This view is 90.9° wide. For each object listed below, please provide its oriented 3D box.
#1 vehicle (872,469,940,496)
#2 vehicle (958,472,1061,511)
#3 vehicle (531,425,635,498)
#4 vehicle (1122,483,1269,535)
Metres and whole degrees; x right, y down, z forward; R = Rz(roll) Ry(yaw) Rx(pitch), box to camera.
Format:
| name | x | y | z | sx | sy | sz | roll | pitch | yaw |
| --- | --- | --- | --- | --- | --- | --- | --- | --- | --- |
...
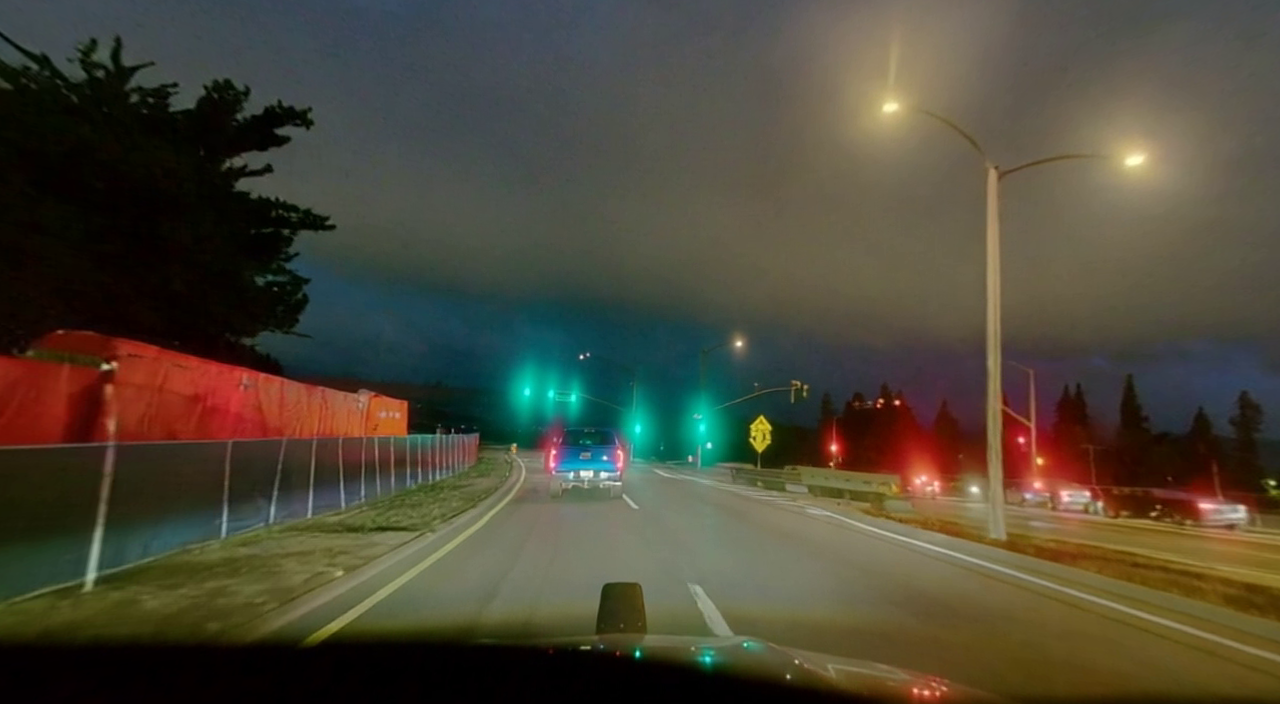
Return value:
| name | x | y | z | sx | sy | sz | roll | pitch | yaw |
| --- | --- | --- | --- | --- | --- | --- | --- | --- | --- |
| vehicle | 16.955 | 8.339 | 40.463 | 1.808 | 1.467 | 4.360 | 4 | -10 | -12 |
| vehicle | 18.406 | 6.955 | 31.734 | 1.884 | 1.622 | 4.485 | 3 | -10 | -11 |
| vehicle | -1.554 | 2.964 | 17.544 | 2.436 | 1.698 | 5.322 | 0 | -8 | -5 |
| vehicle | 23.233 | 6.551 | 26.658 | 1.841 | 1.673 | 4.470 | 1 | -8 | -7 |
